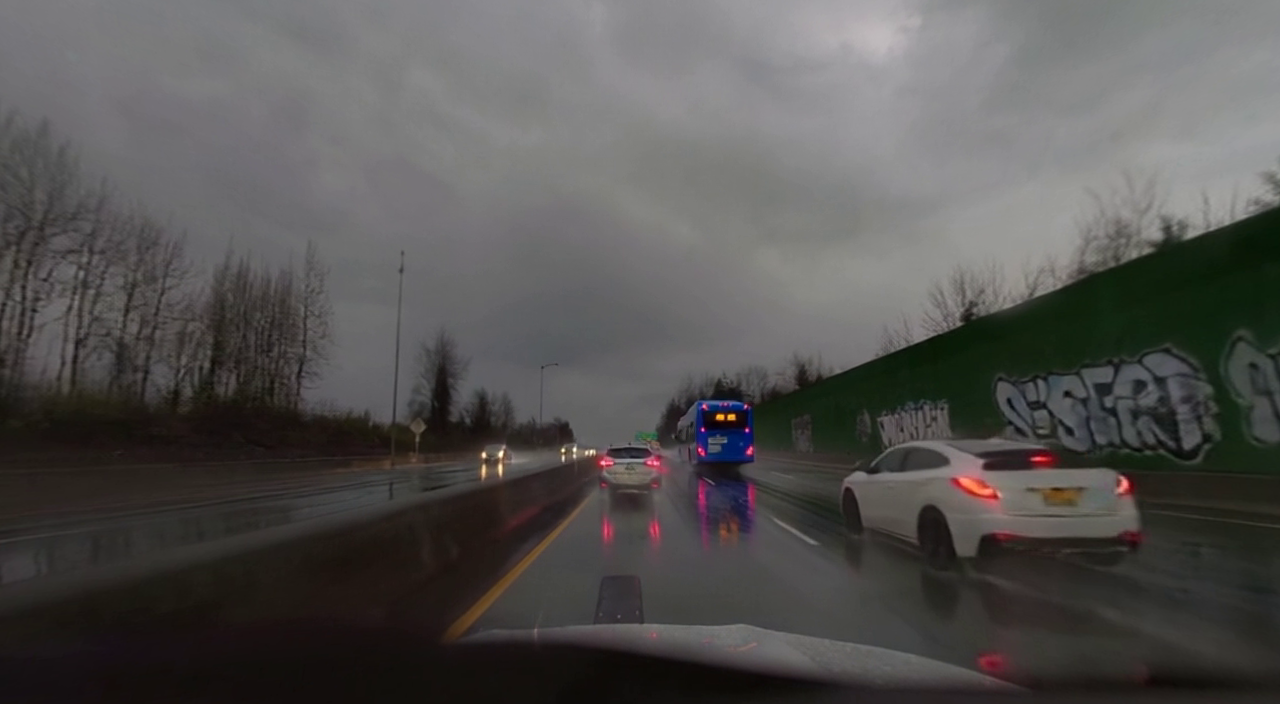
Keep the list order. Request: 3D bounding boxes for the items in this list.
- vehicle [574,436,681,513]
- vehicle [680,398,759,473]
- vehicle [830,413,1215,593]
[{"bbox_3d":[-0.249,2.809,14.813,2.160,1.532,4.073,-1,-9,0],"label":"vehicle"},{"bbox_3d":[4.084,4.845,35.492,3.055,3.479,12.521,-1,-9,1],"label":"vehicle"},{"bbox_3d":[3.880,1.595,7.387,1.995,1.507,3.915,0,-9,-1],"label":"vehicle"}]
